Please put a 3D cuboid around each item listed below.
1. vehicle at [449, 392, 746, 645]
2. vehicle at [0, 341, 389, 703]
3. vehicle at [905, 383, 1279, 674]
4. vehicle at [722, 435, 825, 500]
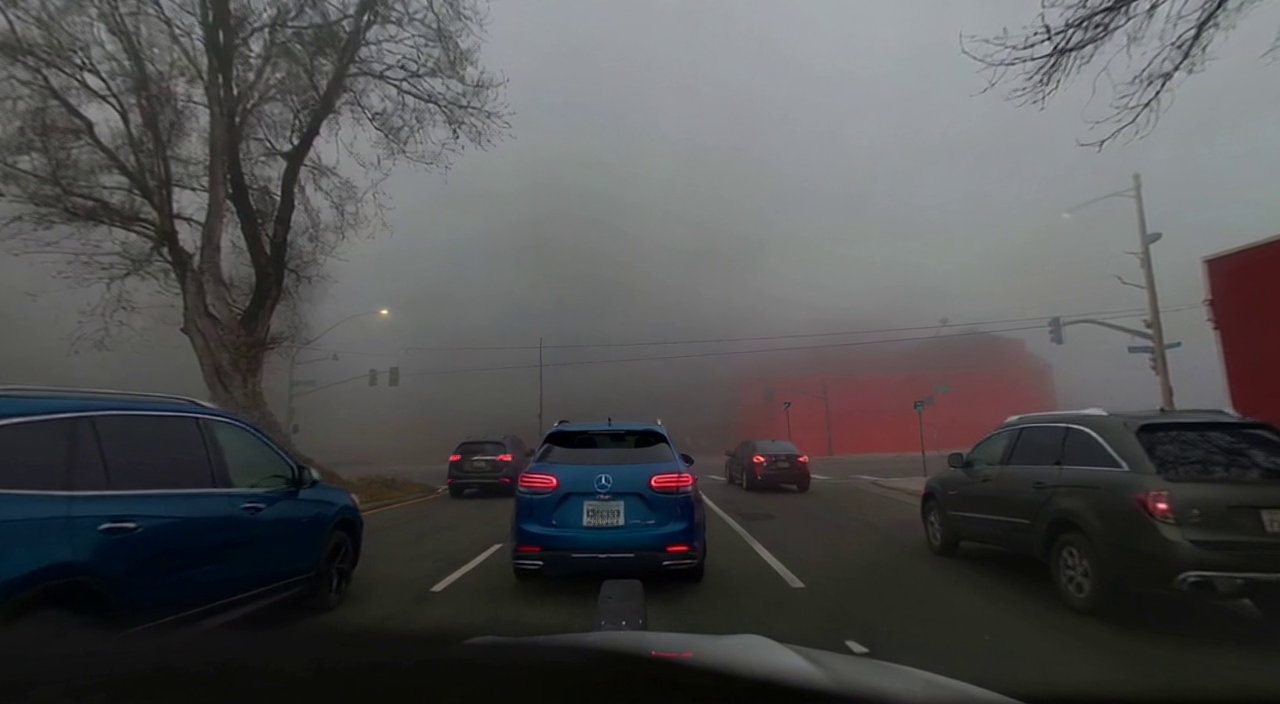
[{"bbox_3d":[-0.216,1.434,6.419,2.022,1.700,4.084,0,-8,2],"label":"vehicle"},{"bbox_3d":[-3.466,1.031,3.736,2.047,1.741,4.470,0,-8,1],"label":"vehicle"},{"bbox_3d":[4.380,1.386,6.084,2.014,1.740,4.515,-1,-8,5],"label":"vehicle"},{"bbox_3d":[3.496,3.101,17.302,1.847,1.554,3.885,0,-8,-2],"label":"vehicle"}]
